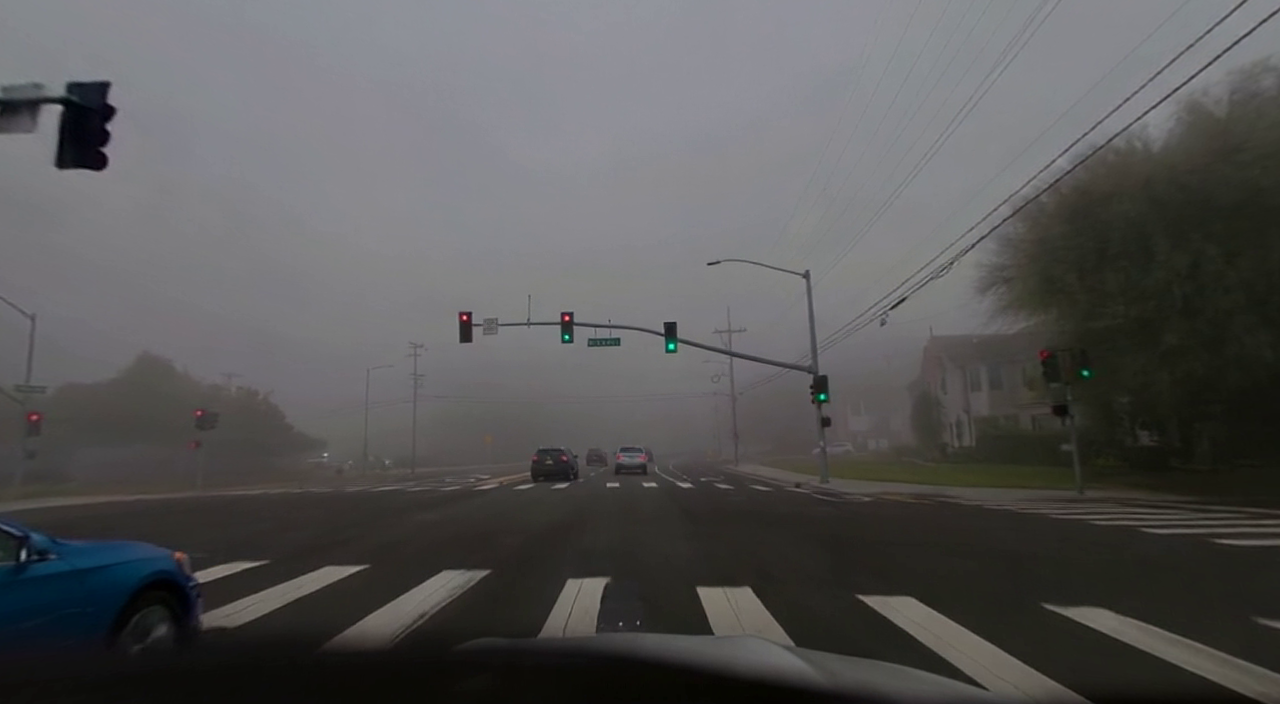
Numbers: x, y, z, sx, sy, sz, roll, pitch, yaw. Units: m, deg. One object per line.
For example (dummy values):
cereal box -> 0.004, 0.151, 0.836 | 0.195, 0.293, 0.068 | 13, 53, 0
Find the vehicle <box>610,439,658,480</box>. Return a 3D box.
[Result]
vehicle -> -0.248, 5.170, 30.617 | 2.155, 1.836, 4.250 | 0, -8, 0

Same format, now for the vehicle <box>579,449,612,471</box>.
vehicle -> -3.120, 7.684, 45.166 | 1.863, 1.449, 4.153 | 0, -8, 3

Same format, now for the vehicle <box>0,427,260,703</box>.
vehicle -> -3.401, 0.906, 1.787 | 1.901, 1.409, 4.442 | 0, -8, 0

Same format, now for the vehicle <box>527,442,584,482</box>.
vehicle -> -3.738, 4.926, 28.642 | 1.899, 1.685, 4.121 | 0, -8, 1
